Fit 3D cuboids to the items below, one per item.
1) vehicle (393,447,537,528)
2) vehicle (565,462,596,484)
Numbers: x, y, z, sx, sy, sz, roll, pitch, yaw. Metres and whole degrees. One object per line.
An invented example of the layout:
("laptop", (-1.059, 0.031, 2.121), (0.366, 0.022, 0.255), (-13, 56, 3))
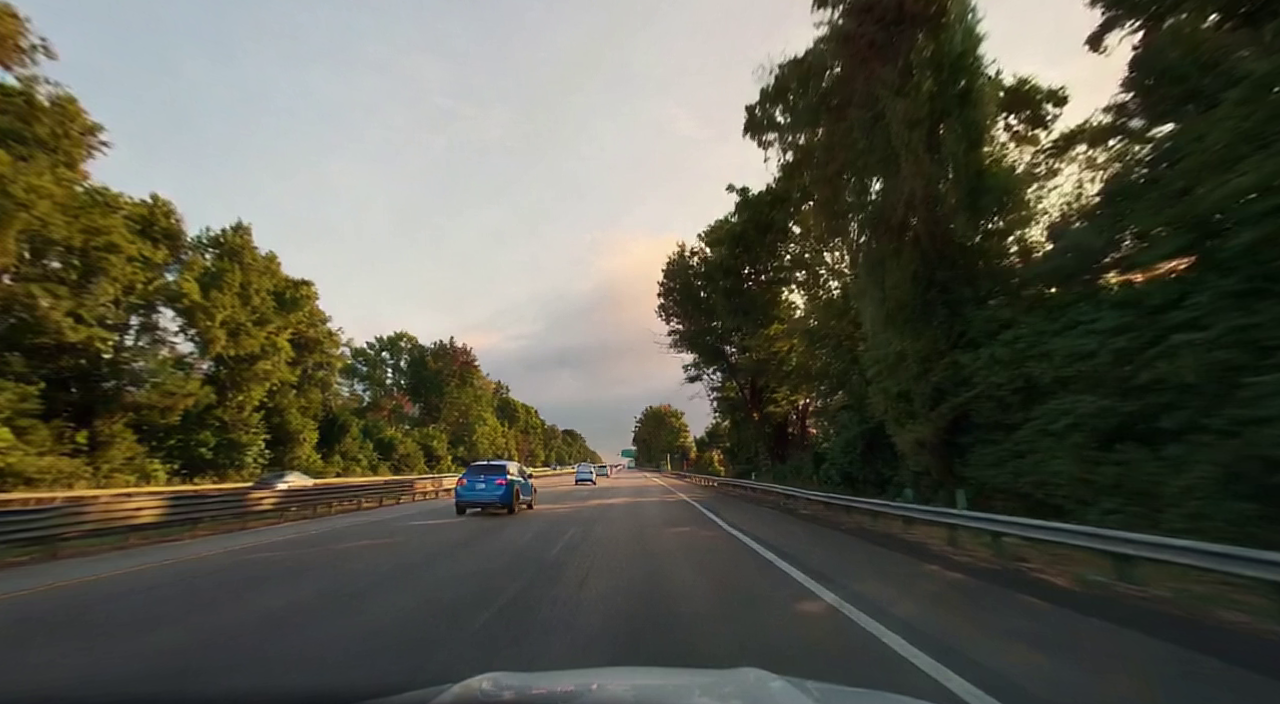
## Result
("vehicle", (-3.895, 3.143, 14.959), (2.068, 1.592, 4.479), (0, -10, 0))
("vehicle", (-4.332, 8.943, 46.680), (1.900, 1.469, 4.106), (1, -10, 0))
